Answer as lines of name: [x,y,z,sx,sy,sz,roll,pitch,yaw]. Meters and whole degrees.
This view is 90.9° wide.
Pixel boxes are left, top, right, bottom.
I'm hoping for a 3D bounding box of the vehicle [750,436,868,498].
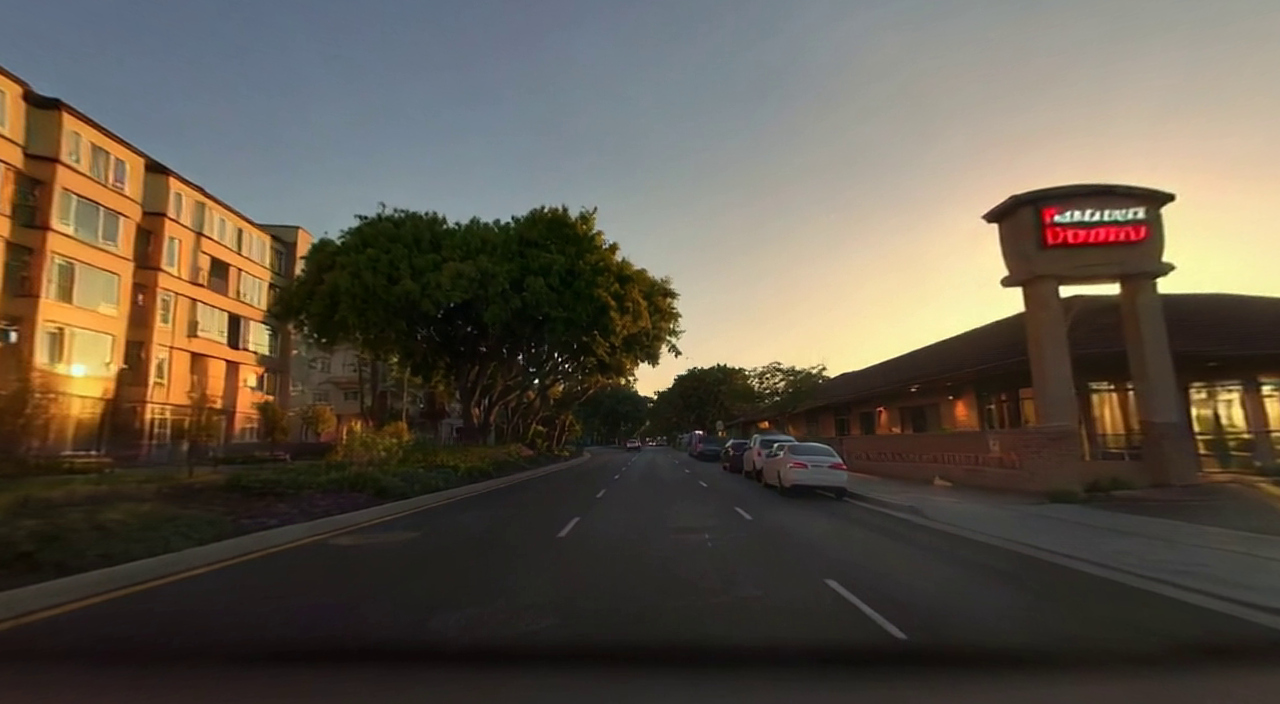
vehicle: [4.652,3.237,18.246,2.085,1.509,5.134,0,-8,1]
